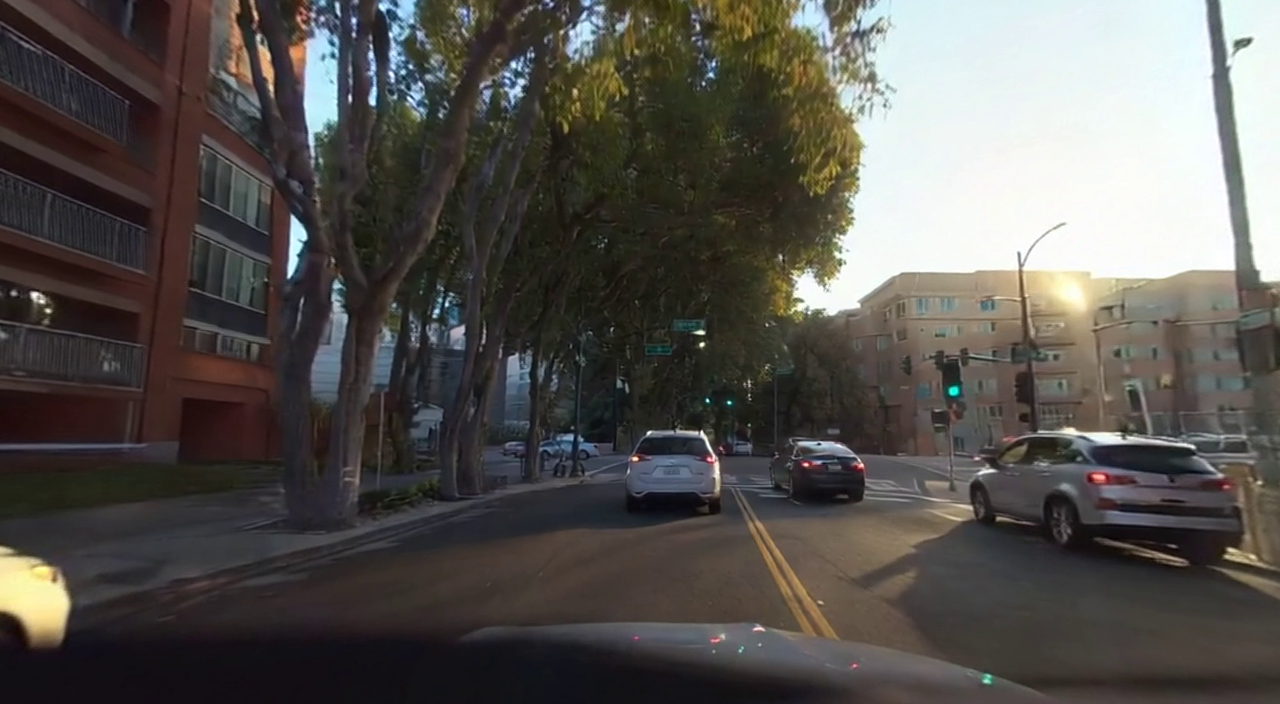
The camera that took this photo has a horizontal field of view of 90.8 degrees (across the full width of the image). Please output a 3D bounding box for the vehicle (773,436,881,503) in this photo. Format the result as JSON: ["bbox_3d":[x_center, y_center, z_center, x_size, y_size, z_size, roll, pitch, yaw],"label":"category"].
[{"bbox_3d":[5.002,3.185,17.544,2.111,1.619,4.077,-1,-8,6],"label":"vehicle"}]

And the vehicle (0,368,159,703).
[{"bbox_3d":[-4.053,0.769,1.464,2.013,1.772,4.439,-1,-8,7],"label":"vehicle"}]

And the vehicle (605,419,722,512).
[{"bbox_3d":[0.774,2.649,15.235,2.333,1.832,5.200,-1,-9,7],"label":"vehicle"}]

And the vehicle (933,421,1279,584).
[{"bbox_3d":[6.760,2.114,9.974,2.093,1.815,5.441,-1,-8,5],"label":"vehicle"}]

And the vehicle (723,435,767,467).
[{"bbox_3d":[5.920,5.658,36.088,2.111,1.705,4.093,-1,-8,5],"label":"vehicle"}]
